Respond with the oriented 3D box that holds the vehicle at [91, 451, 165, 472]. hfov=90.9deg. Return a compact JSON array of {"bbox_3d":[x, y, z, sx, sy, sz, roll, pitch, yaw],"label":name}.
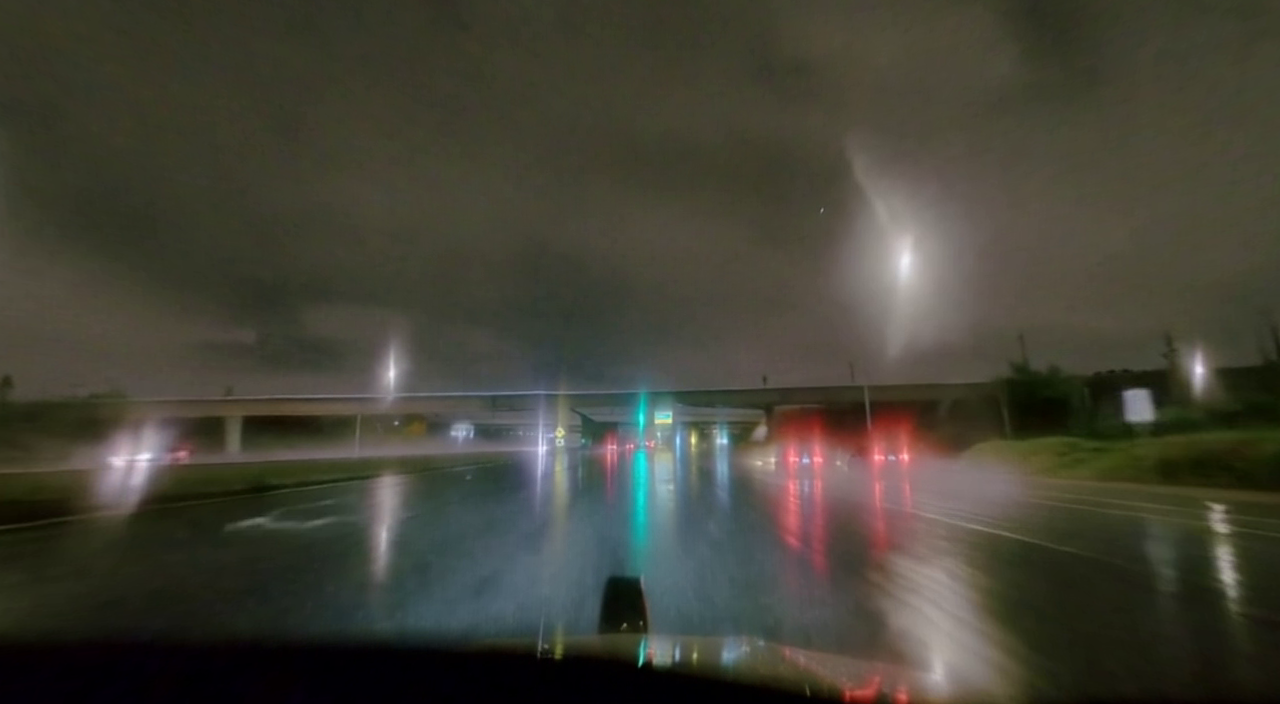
[{"bbox_3d":[-37.648,8.010,46.500,1.775,1.435,4.410,0,-9,0],"label":"vehicle"}]
